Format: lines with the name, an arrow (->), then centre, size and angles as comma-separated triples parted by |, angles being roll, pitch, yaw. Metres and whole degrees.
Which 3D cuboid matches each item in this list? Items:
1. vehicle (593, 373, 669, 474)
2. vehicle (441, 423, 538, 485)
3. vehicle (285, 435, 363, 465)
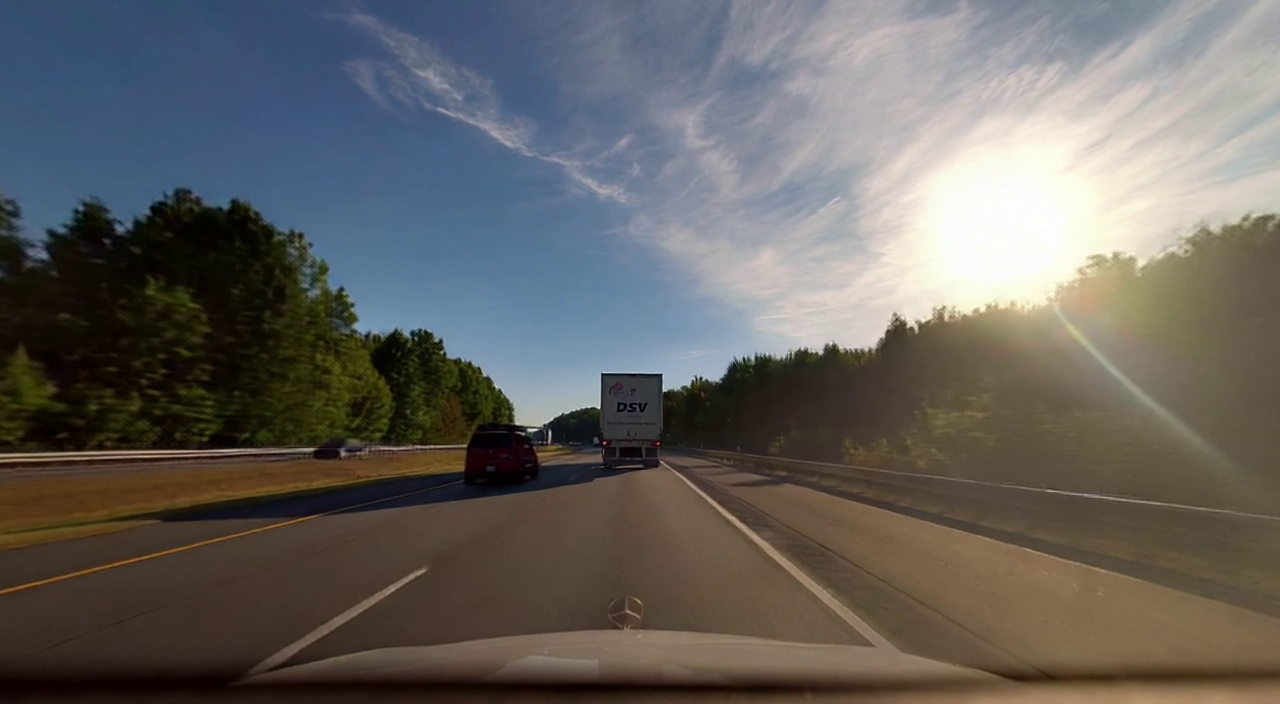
vehicle -> -0.465, 3.525, 29.883 | 2.969, 3.957, 10.270 | 0, -8, -1
vehicle -> -4.797, 3.328, 20.824 | 2.086, 1.778, 4.544 | 0, -8, 0
vehicle -> -16.845, 5.239, 33.801 | 1.924, 1.457, 4.470 | 0, -8, -1
